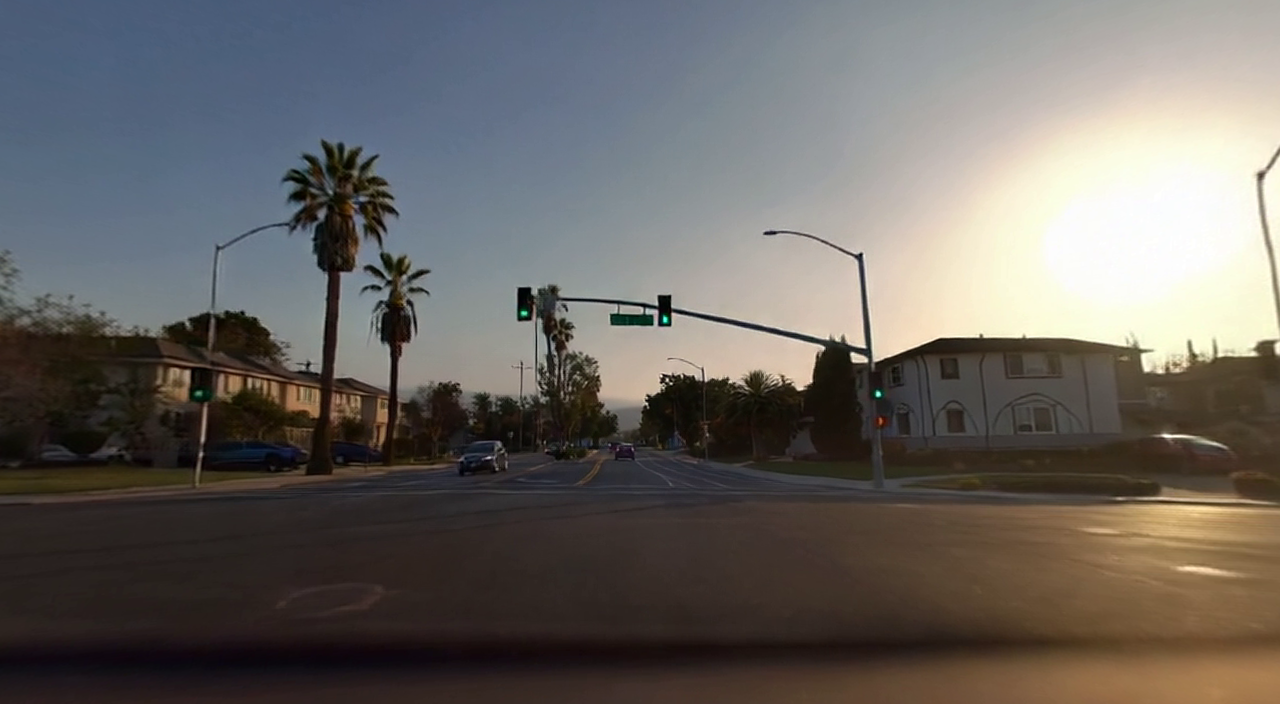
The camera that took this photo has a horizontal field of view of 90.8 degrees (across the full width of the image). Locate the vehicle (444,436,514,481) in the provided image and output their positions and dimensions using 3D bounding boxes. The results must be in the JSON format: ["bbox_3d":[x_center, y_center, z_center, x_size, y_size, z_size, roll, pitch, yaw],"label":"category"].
[{"bbox_3d":[-6.630,4.422,26.445,1.983,1.684,3.938,0,-8,-1],"label":"vehicle"}]

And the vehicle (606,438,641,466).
[{"bbox_3d":[-1.221,6.995,44.282,2.248,1.833,4.798,0,-8,-3],"label":"vehicle"}]
